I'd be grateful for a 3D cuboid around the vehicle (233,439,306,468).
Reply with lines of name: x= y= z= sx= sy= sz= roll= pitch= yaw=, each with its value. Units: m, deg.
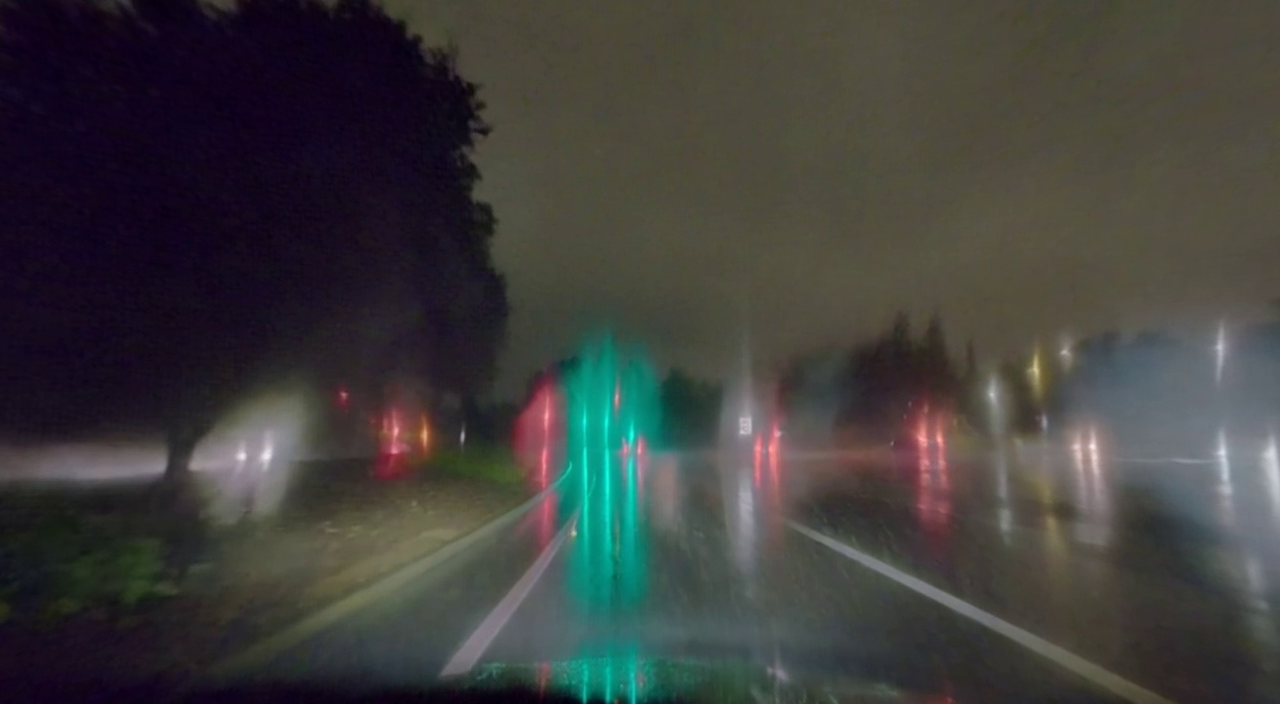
vehicle: x=-22.229 y=6.077 z=38.104 sx=1.905 sy=1.624 sz=4.549 roll=0 pitch=-9 yaw=-4
